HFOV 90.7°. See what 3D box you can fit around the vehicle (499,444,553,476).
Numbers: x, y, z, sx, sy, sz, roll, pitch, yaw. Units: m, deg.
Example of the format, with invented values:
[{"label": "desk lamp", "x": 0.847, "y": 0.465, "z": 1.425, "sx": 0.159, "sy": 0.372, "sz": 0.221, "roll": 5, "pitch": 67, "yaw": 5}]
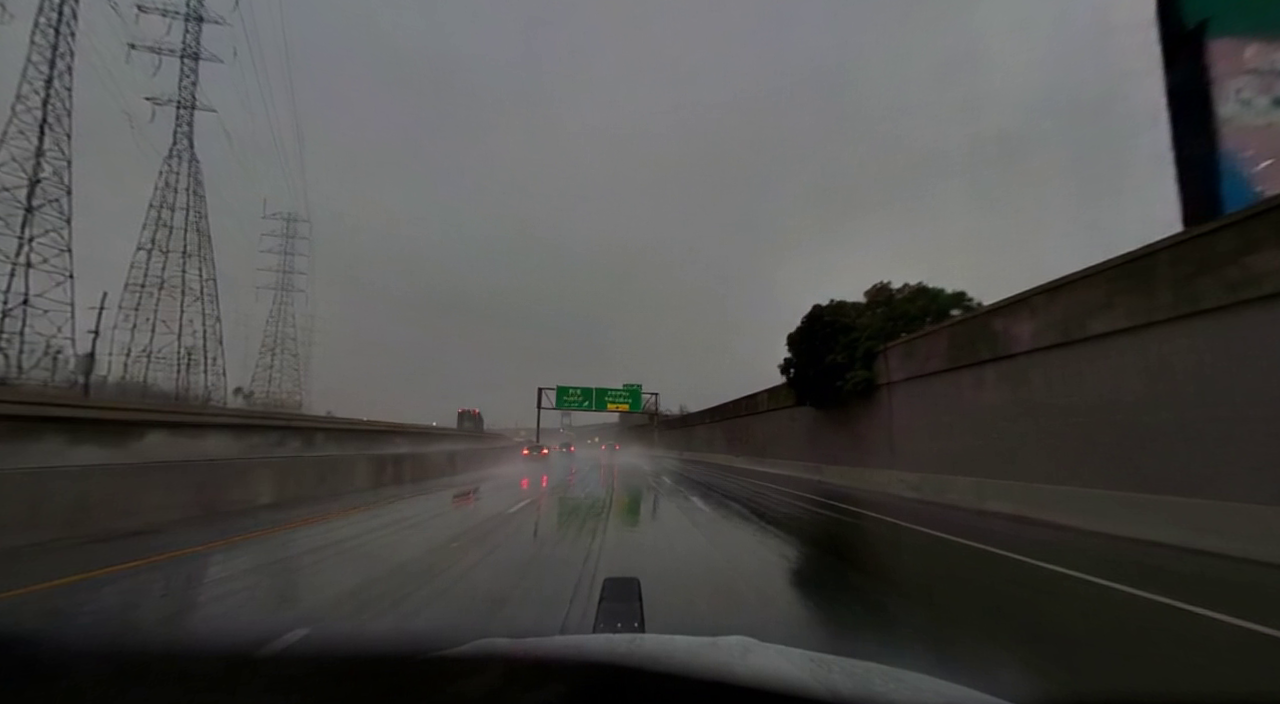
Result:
[{"label": "vehicle", "x": -5.384, "y": 5.106, "z": 30.283, "sx": 1.921, "sy": 1.420, "sz": 4.078, "roll": 0, "pitch": -8, "yaw": -2}]
